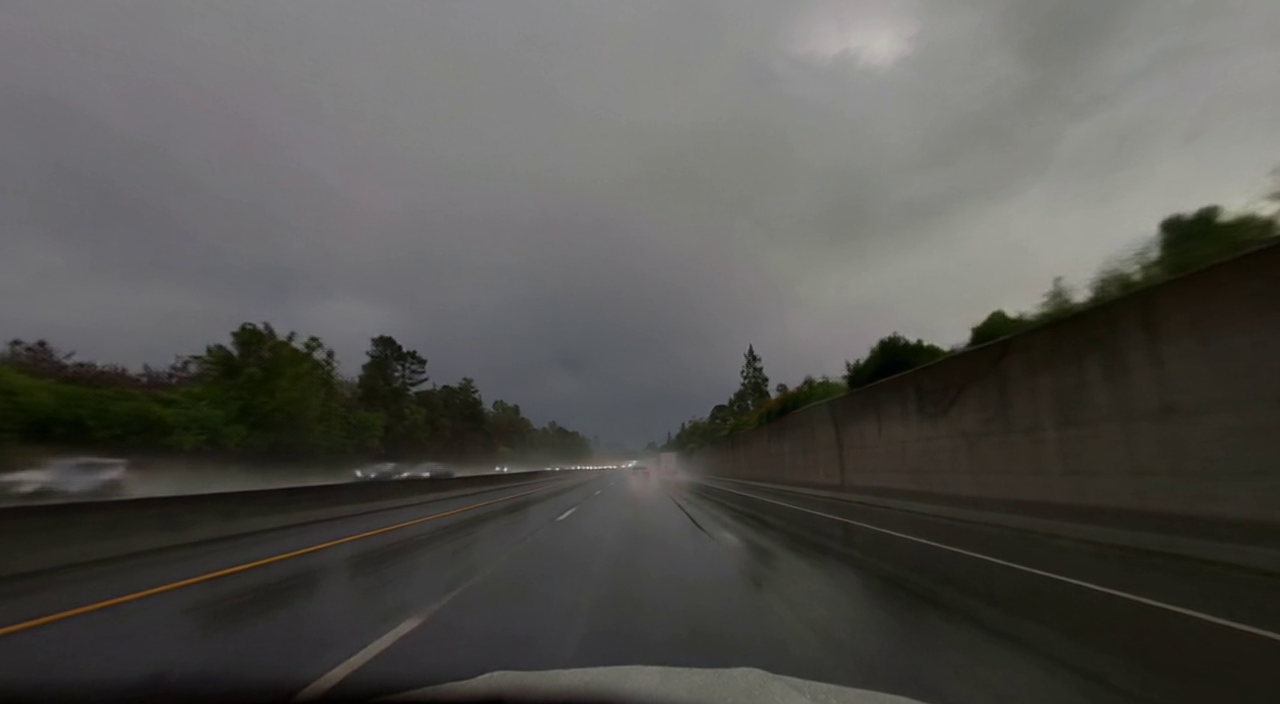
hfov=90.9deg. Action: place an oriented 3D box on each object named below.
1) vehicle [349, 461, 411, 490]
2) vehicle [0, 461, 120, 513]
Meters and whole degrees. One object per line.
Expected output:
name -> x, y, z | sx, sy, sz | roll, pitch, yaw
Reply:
vehicle -> -15.648, 7.448, 38.105 | 1.902, 1.607, 4.116 | 0, -10, 1
vehicle -> -19.072, 4.211, 20.011 | 1.716, 1.454, 3.893 | 0, -10, 0
